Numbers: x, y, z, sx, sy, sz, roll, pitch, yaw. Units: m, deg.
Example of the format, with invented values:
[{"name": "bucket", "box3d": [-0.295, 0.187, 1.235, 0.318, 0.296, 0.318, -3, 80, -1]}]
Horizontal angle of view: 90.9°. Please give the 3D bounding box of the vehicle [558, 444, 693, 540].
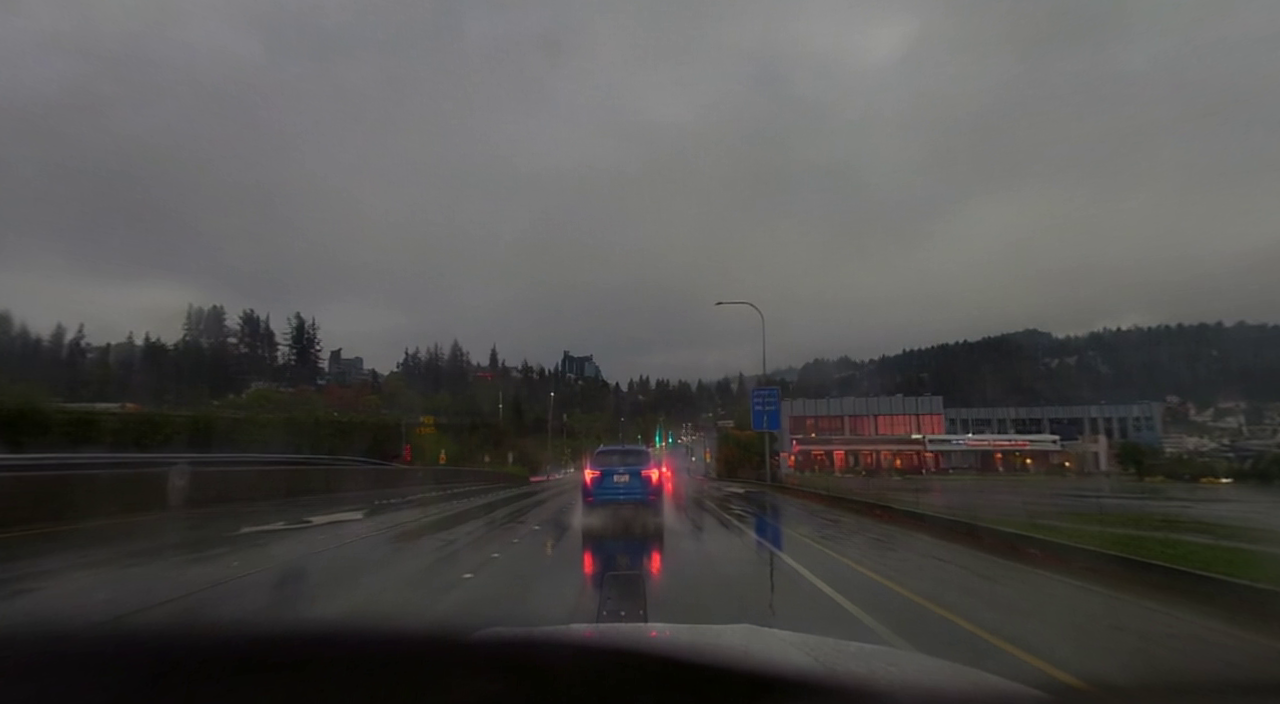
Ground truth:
[{"name": "vehicle", "box3d": [-0.227, 2.465, 11.715, 2.063, 1.442, 3.933, 0, -9, 0]}]
